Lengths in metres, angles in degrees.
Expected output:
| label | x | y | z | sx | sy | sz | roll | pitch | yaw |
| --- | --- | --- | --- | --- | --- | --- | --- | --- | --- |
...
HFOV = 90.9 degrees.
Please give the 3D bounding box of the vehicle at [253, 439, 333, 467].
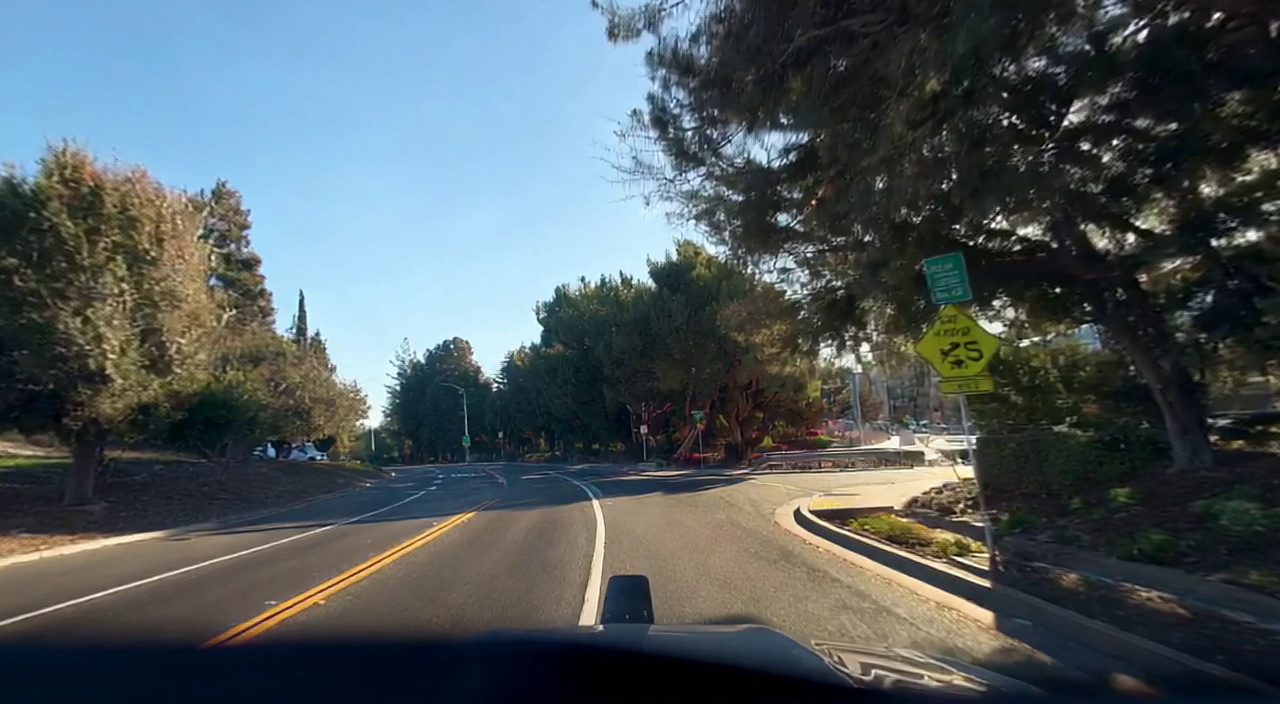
| label | x | y | z | sx | sy | sz | roll | pitch | yaw |
| --- | --- | --- | --- | --- | --- | --- | --- | --- | --- |
| vehicle | -25.582 | 7.473 | 46.528 | 4.699 | 1.996 | 2.116 | -1 | -9 | 7 |
